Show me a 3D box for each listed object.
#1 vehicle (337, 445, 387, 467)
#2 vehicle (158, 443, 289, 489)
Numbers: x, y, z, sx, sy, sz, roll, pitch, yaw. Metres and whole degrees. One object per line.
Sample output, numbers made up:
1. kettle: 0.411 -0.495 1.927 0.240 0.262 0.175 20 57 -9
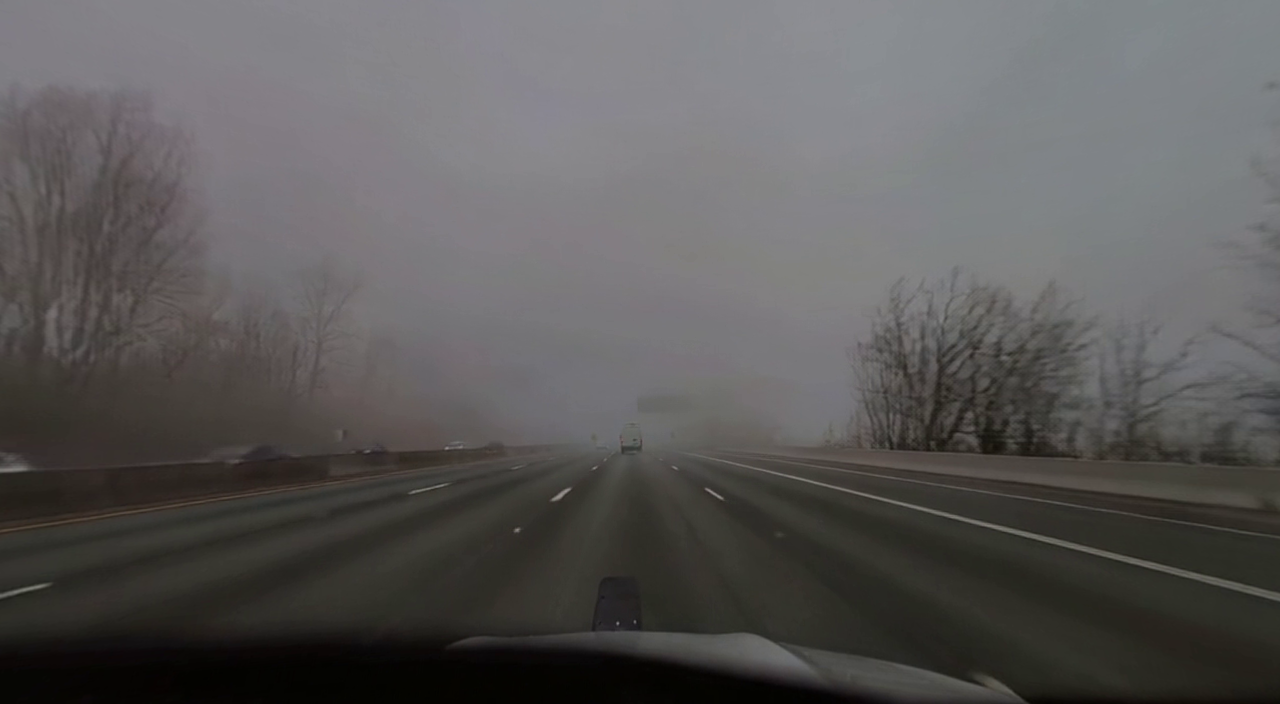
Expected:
1. vehicle: -19.740 7.374 44.744 1.765 1.465 3.932 0 -8 0
2. vehicle: -15.105 4.122 23.167 1.910 1.451 4.397 0 -8 -2
